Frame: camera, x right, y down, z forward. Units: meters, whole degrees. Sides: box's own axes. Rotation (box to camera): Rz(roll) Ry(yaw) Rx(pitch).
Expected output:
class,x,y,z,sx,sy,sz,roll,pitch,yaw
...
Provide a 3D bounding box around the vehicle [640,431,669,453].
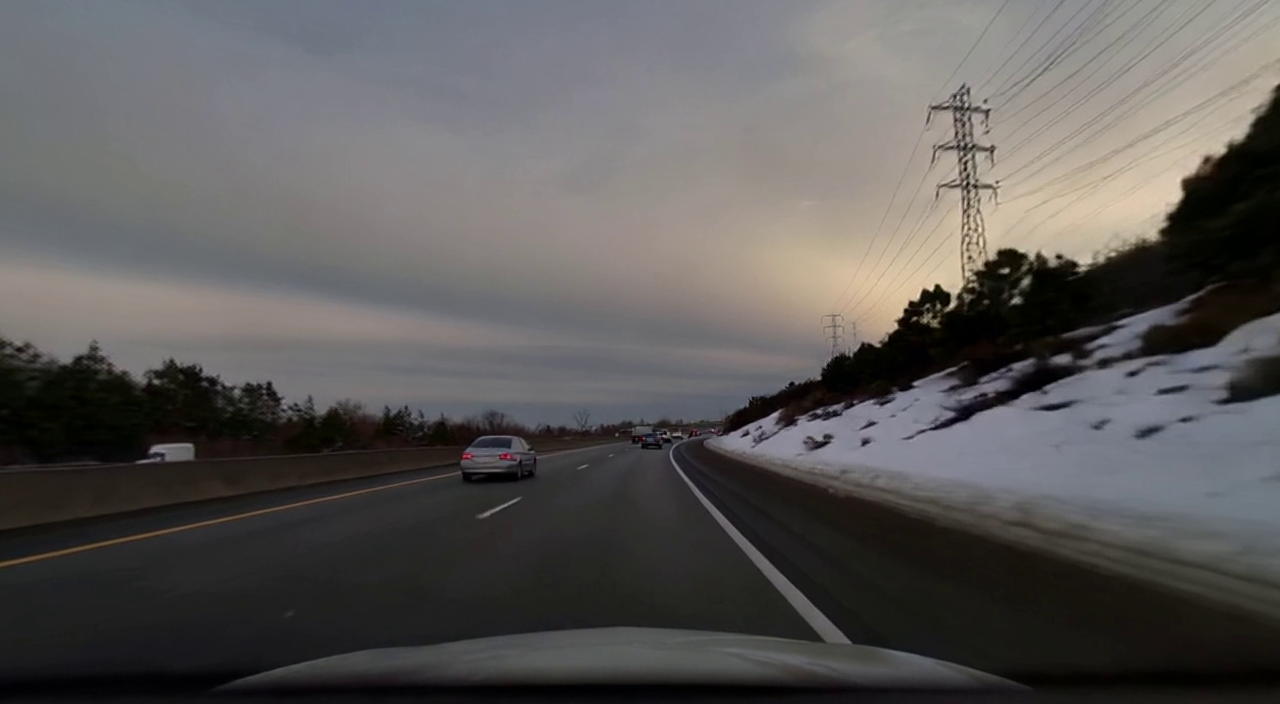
class,x,y,z,sx,sy,sz,roll,pitch,yaw
vehicle,1.106,6.783,47.507,2.077,1.523,4.206,0,-8,3

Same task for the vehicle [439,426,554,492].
class,x,y,z,sx,sy,sz,roll,pitch,yaw
vehicle,-3.638,2.767,16.816,2.030,1.522,4.250,0,-8,1
